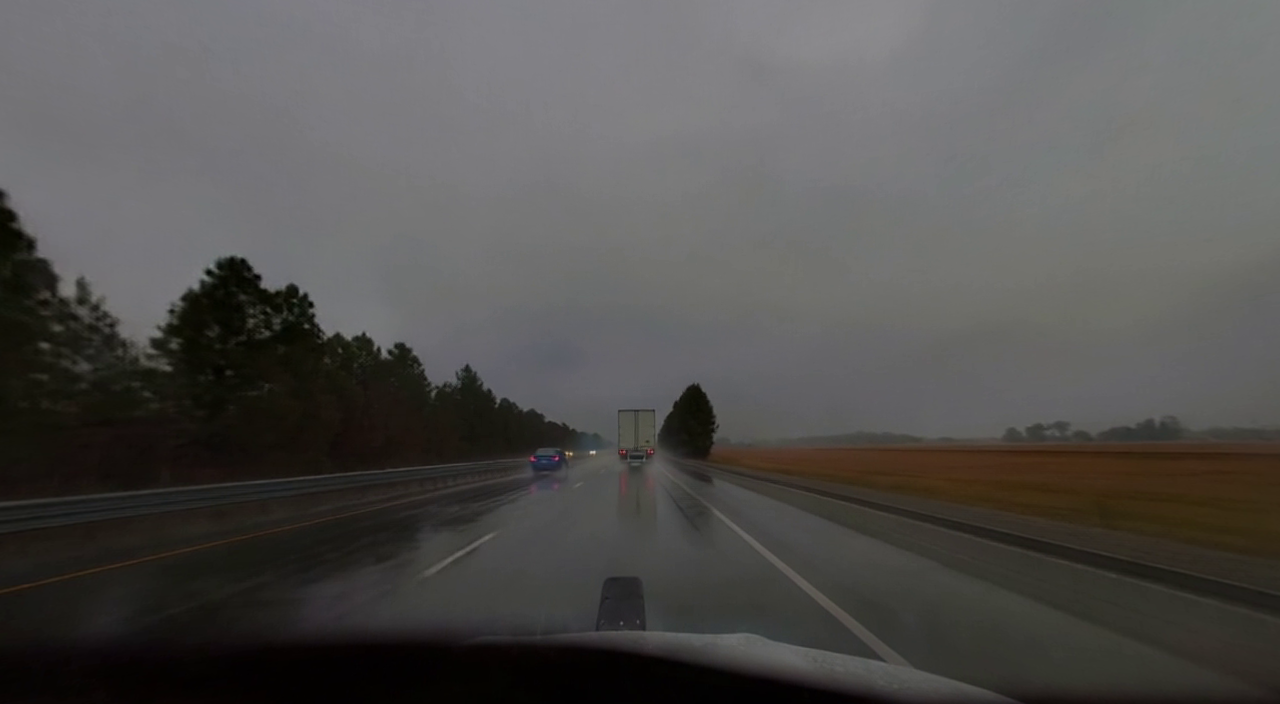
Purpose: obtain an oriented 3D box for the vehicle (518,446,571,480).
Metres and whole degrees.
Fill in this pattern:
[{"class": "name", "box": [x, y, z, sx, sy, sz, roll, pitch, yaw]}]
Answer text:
[{"class": "vehicle", "box": [-4.494, 5.291, 30.302, 1.937, 1.493, 3.779, 0, -9, 0]}]
